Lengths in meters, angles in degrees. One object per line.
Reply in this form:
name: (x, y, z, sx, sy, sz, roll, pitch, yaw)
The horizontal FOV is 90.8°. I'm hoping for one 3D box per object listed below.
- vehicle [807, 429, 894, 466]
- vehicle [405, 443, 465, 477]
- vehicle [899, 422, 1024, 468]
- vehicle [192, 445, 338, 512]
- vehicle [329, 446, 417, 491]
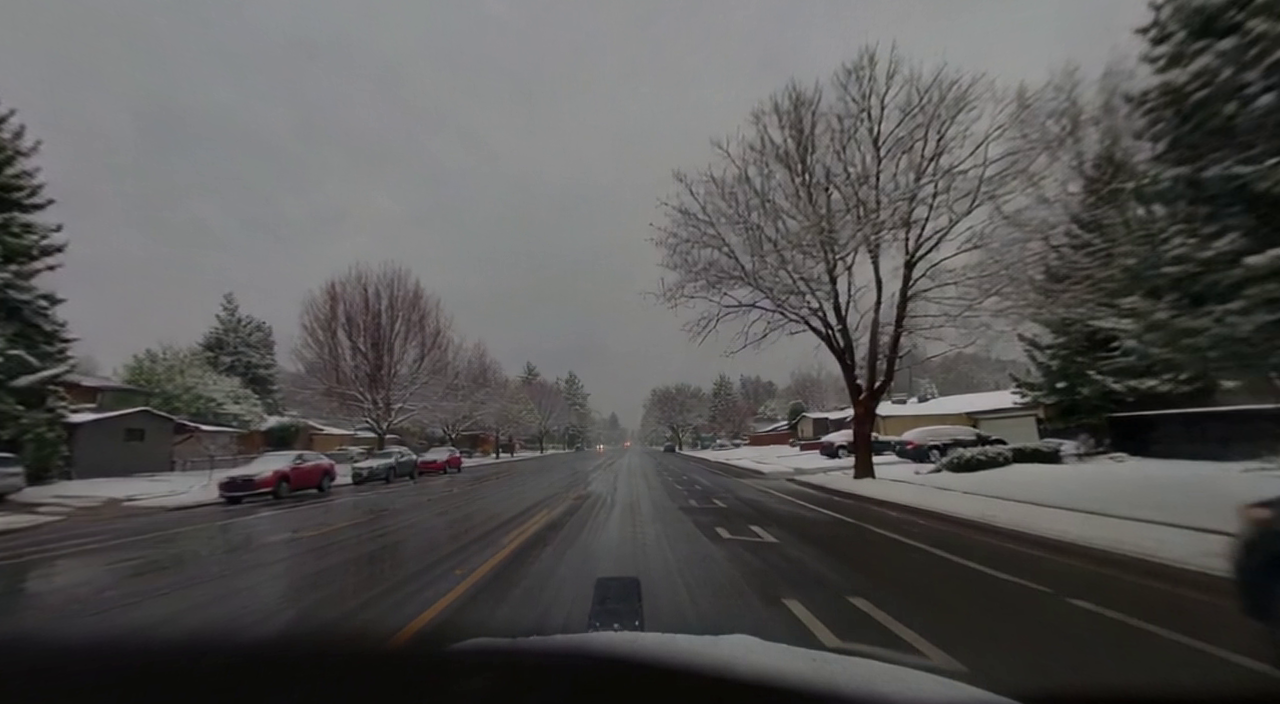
vehicle: (12.124, 5.500, 36.570, 4.194, 1.850, 1.951, -2, -7, -4)
vehicle: (-12.364, 6.526, 38.494, 2.105, 1.930, 4.541, 0, -8, 0)
vehicle: (14.528, 4.209, 28.785, 4.498, 1.831, 2.059, -2, -7, -1)
vehicle: (-12.211, 4.073, 21.081, 1.962, 1.735, 4.927, -2, -7, -1)
vehicle: (-12.184, 5.309, 29.239, 2.007, 1.663, 5.077, -2, -7, -1)
